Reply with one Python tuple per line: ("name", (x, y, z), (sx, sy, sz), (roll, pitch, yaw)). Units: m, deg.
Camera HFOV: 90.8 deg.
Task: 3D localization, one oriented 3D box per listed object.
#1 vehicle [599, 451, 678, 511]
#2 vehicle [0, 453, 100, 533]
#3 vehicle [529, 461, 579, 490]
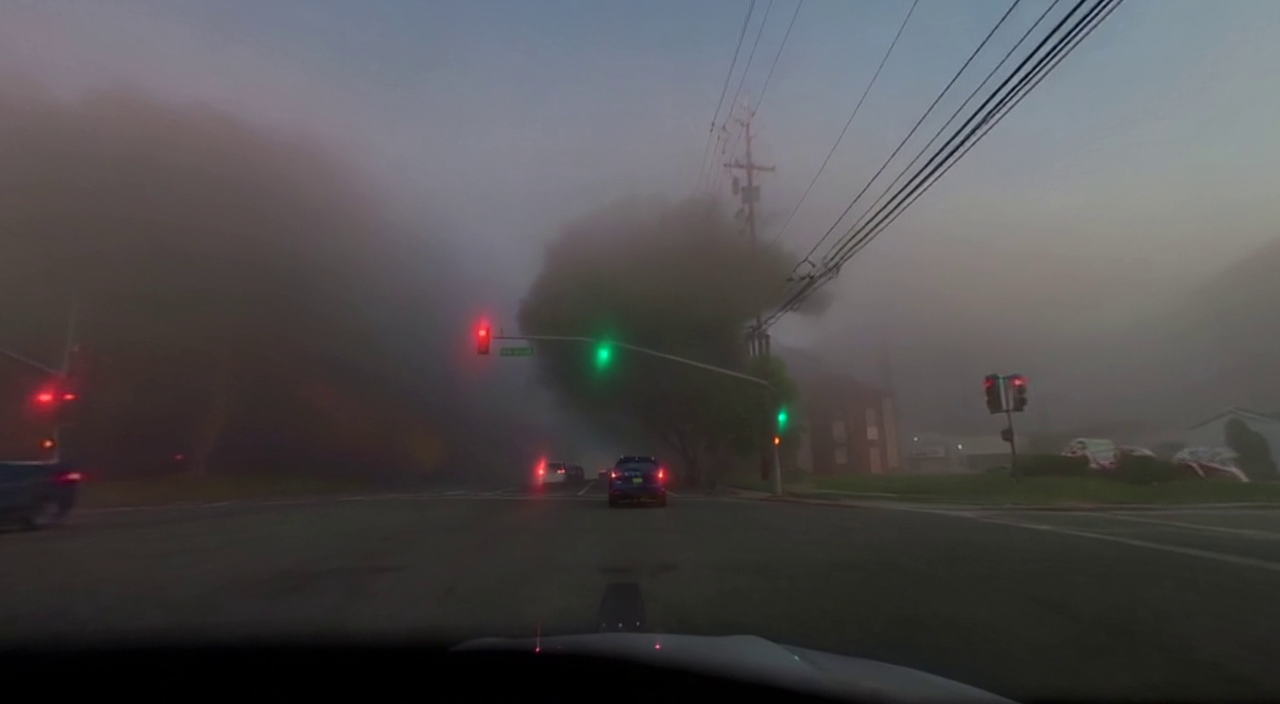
("vehicle", (-0.081, 3.891, 19.428), (2.156, 1.636, 3.923), (0, -9, -1))
("vehicle", (-13.675, 2.771, 12.418), (2.025, 1.571, 4.636), (0, -9, -1))
("vehicle", (-4.711, 6.817, 35.165), (2.153, 1.474, 4.284), (0, -9, 0))
